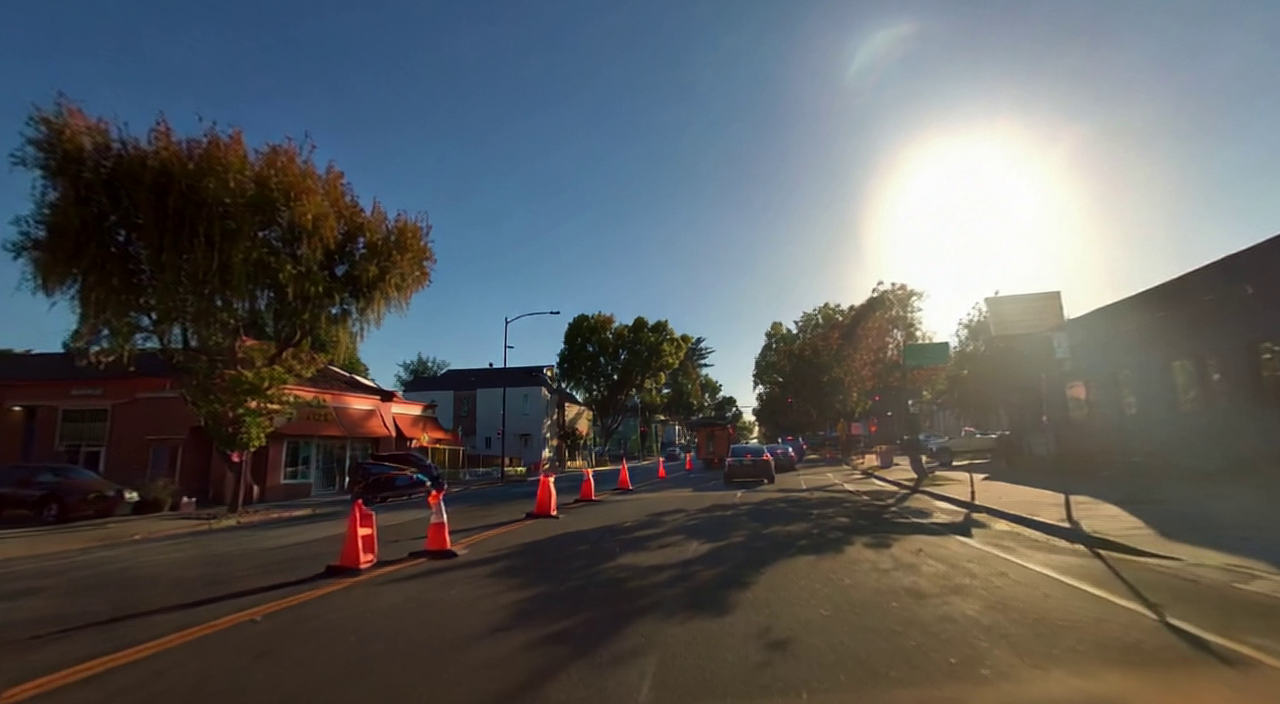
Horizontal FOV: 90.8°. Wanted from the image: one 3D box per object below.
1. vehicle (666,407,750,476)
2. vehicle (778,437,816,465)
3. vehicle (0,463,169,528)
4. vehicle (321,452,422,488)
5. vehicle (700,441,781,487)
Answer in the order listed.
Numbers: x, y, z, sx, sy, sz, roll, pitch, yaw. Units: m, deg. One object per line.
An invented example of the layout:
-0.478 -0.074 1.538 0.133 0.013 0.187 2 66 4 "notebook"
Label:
4.327 5.222 36.606 2.977 3.271 12.748 -2 -9 14 "vehicle"
11.845 7.441 47.491 2.110 1.942 4.376 -3 -9 22 "vehicle"
-16.130 3.881 17.436 4.952 1.510 2.115 -2 -9 11 "vehicle"
-13.729 6.025 32.394 4.397 1.698 1.932 -2 -9 12 "vehicle"
3.560 4.051 23.198 2.159 1.506 4.086 0 -8 -2 "vehicle"
